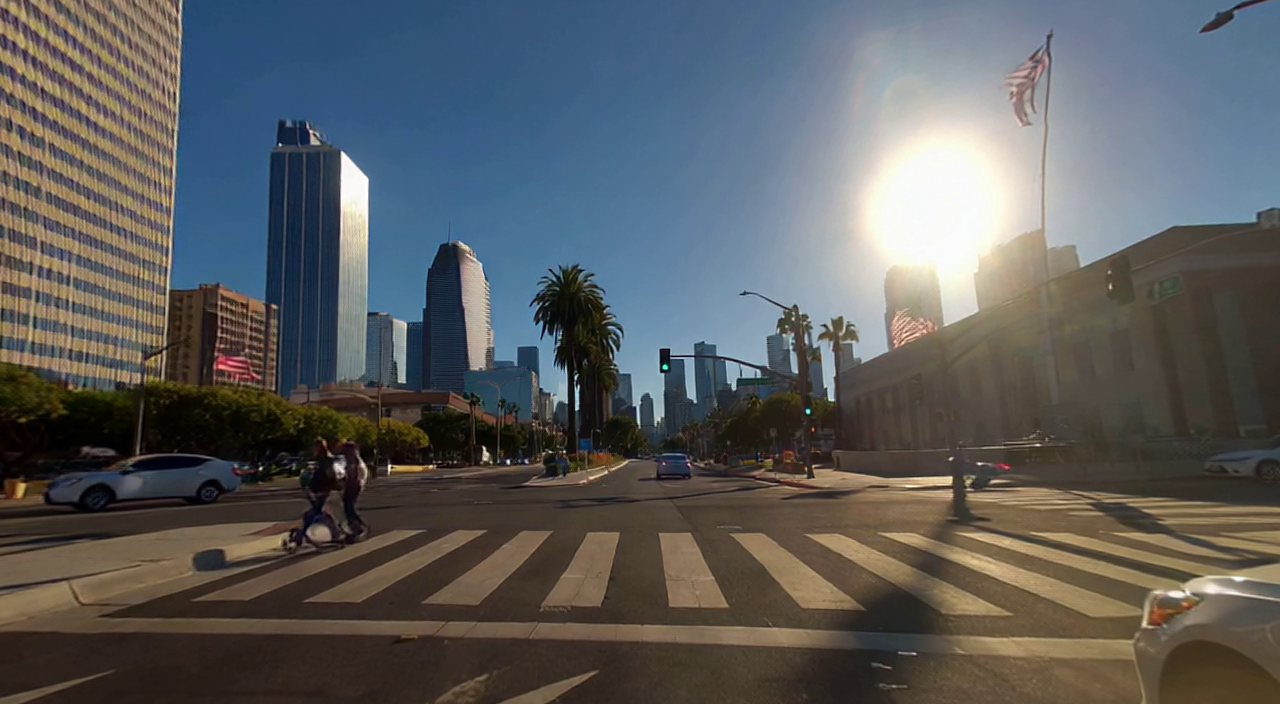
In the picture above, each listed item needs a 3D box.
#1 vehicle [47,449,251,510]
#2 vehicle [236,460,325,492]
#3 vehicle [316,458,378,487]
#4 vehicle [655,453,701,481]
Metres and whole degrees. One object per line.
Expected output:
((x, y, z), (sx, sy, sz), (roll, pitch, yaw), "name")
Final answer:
((-14.497, 3.742, 19.055), (4.499, 1.594, 1.898), (4, -10, -28), "vehicle")
((-19.940, 6.898, 35.341), (2.069, 1.540, 4.774), (0, -8, 1), "vehicle")
((-20.089, 8.248, 43.499), (2.043, 1.745, 4.420), (0, -8, 1), "vehicle")
((2.217, 6.889, 38.119), (2.000, 1.525, 4.273), (1, -8, -6), "vehicle")
